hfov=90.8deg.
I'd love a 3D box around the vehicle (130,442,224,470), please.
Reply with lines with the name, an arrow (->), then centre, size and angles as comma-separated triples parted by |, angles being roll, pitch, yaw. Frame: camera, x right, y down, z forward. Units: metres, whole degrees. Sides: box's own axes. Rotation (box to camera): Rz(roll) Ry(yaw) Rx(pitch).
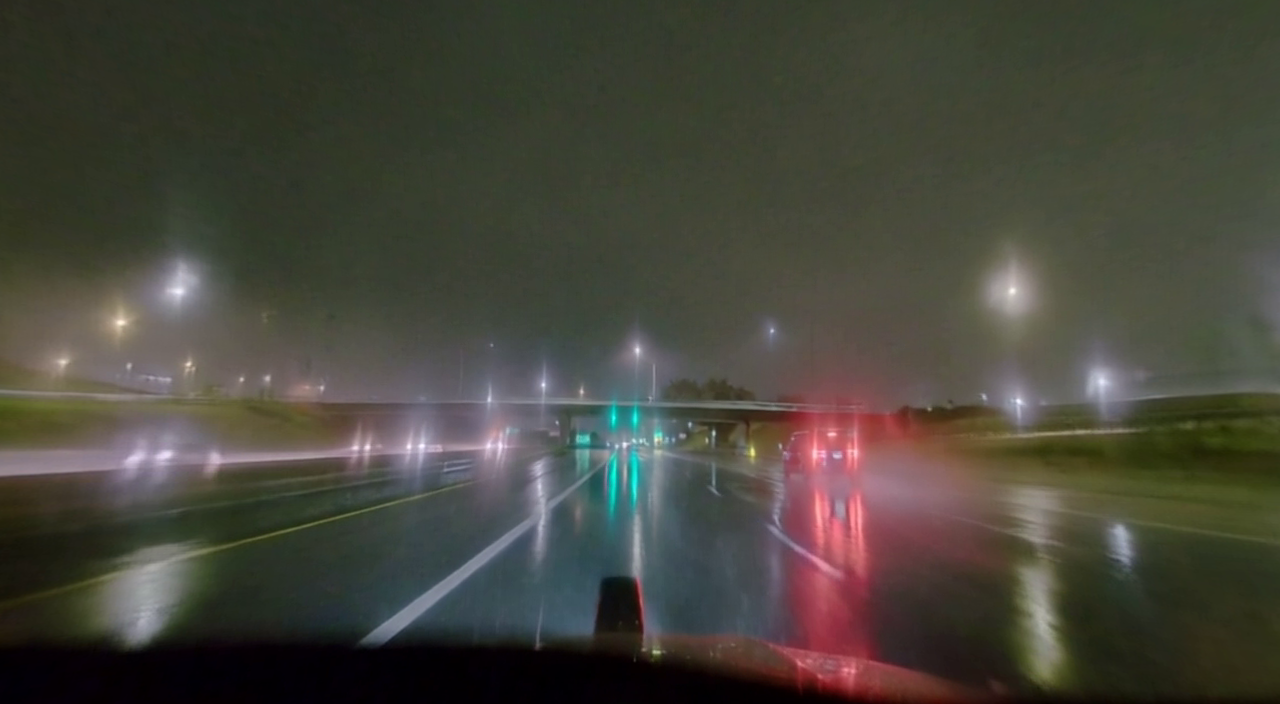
vehicle -> -25.348, 5.703, 34.755 | 1.864, 1.438, 4.340 | 0, -8, 0

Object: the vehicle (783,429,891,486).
vehicle -> 6.563, 3.575, 21.665 | 2.104, 1.723, 4.538 | 0, -8, -1
